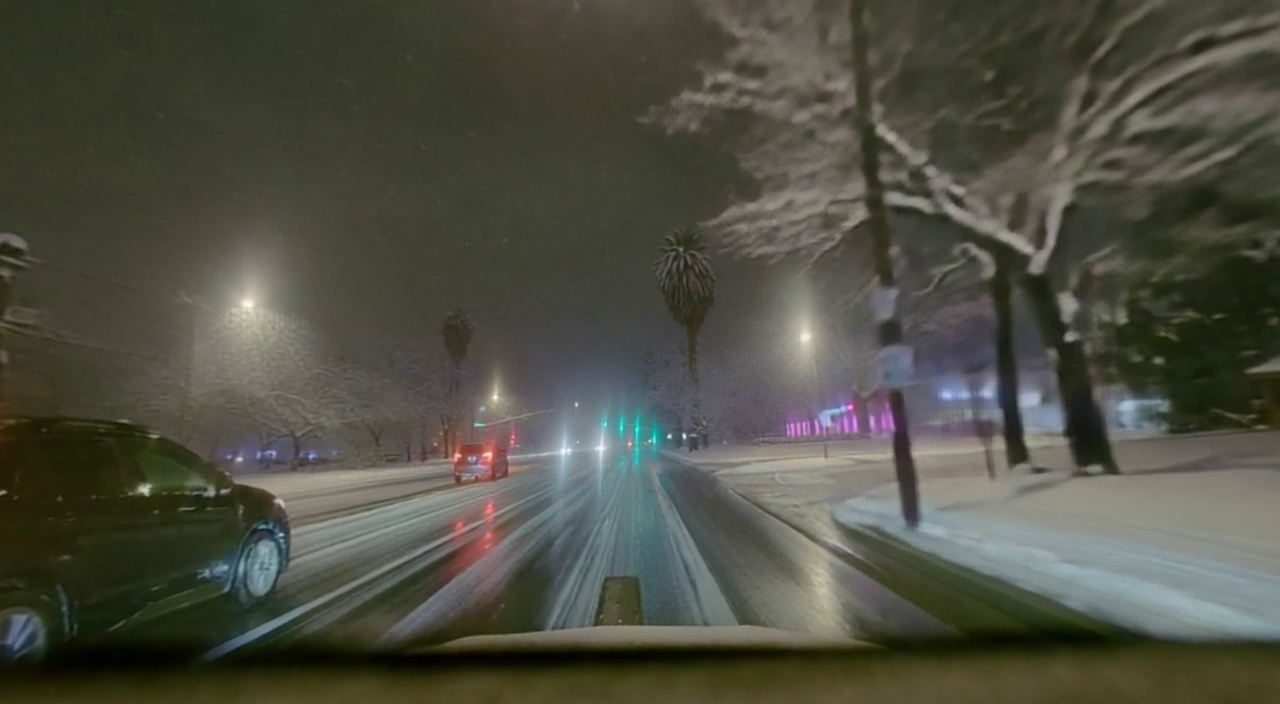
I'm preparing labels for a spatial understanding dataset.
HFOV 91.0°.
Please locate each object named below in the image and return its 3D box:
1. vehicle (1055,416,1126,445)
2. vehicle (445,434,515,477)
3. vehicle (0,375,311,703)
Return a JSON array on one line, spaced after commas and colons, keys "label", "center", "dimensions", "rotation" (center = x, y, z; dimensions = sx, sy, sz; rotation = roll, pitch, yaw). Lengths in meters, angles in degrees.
[{"label": "vehicle", "center": [29.568, 5.192, 41.288], "dimensions": [4.264, 1.791, 2.133], "rotation": [6, -10, -30]}, {"label": "vehicle", "center": [-7.461, 4.879, 29.835], "dimensions": [2.136, 1.844, 4.363], "rotation": [0, -8, 1]}, {"label": "vehicle", "center": [-4.164, 1.065, 3.829], "dimensions": [2.041, 1.666, 4.182], "rotation": [0, -8, 0]}]
